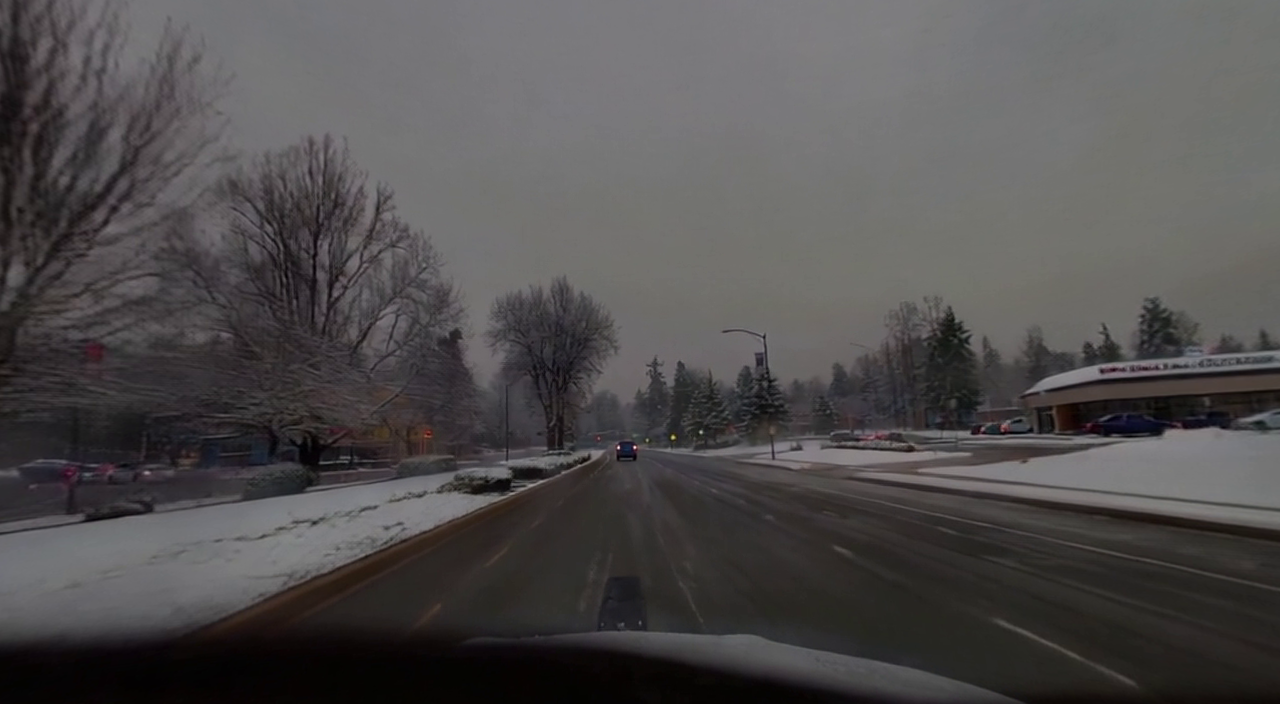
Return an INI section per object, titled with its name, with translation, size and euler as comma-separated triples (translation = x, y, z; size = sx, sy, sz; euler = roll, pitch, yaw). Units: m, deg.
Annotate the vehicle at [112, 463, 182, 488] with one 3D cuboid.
[vehicle]
translation = -35.290, 8.851, 45.276
size = 1.784, 1.536, 3.893
euler = 0, -8, 2
